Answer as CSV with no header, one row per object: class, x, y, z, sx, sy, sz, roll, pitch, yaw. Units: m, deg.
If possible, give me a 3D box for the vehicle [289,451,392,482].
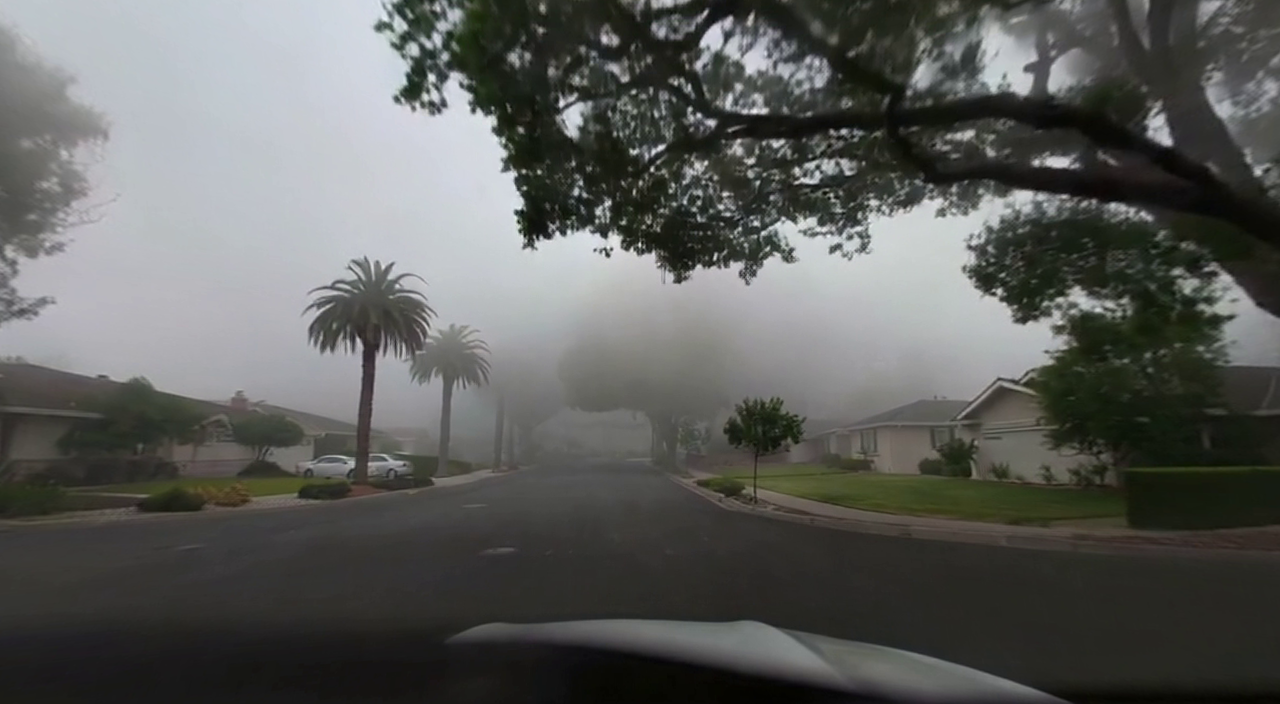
vehicle,-15.757,6.036,33.431,4.358,1.516,2.077,1,-9,-4
